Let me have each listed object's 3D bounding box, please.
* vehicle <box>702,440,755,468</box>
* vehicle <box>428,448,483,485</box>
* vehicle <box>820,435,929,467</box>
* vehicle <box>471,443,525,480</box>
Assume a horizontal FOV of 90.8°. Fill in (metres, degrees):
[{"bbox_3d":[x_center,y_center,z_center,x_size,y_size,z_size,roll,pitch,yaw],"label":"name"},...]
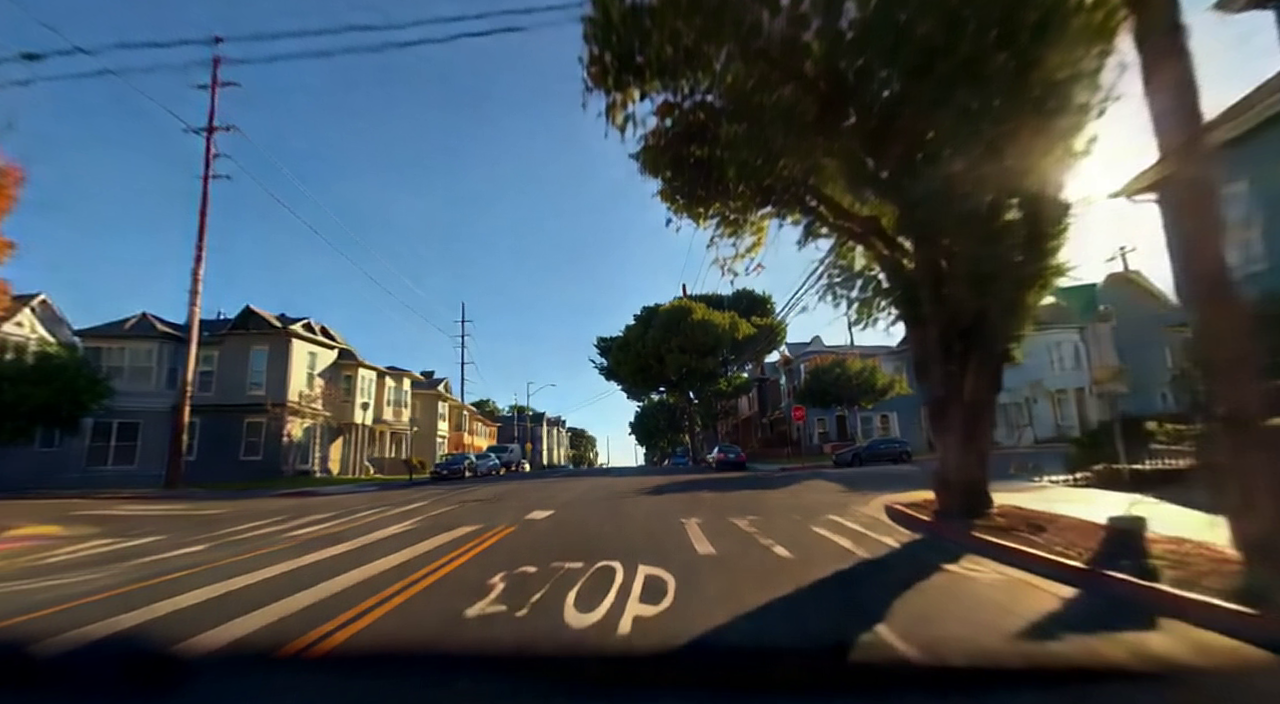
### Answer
[{"bbox_3d":[5.034,5.854,36.486,2.059,1.502,4.824,0,-9,-4],"label":"vehicle"},{"bbox_3d":[-9.952,6.169,34.402,1.900,1.683,4.486,-5,-8,-5],"label":"vehicle"},{"bbox_3d":[10.950,4.634,29.692,4.336,1.424,1.954,1,-9,-10],"label":"vehicle"},{"bbox_3d":[-10.262,7.985,46.361,2.687,2.491,5.936,0,-9,-1],"label":"vehicle"}]
